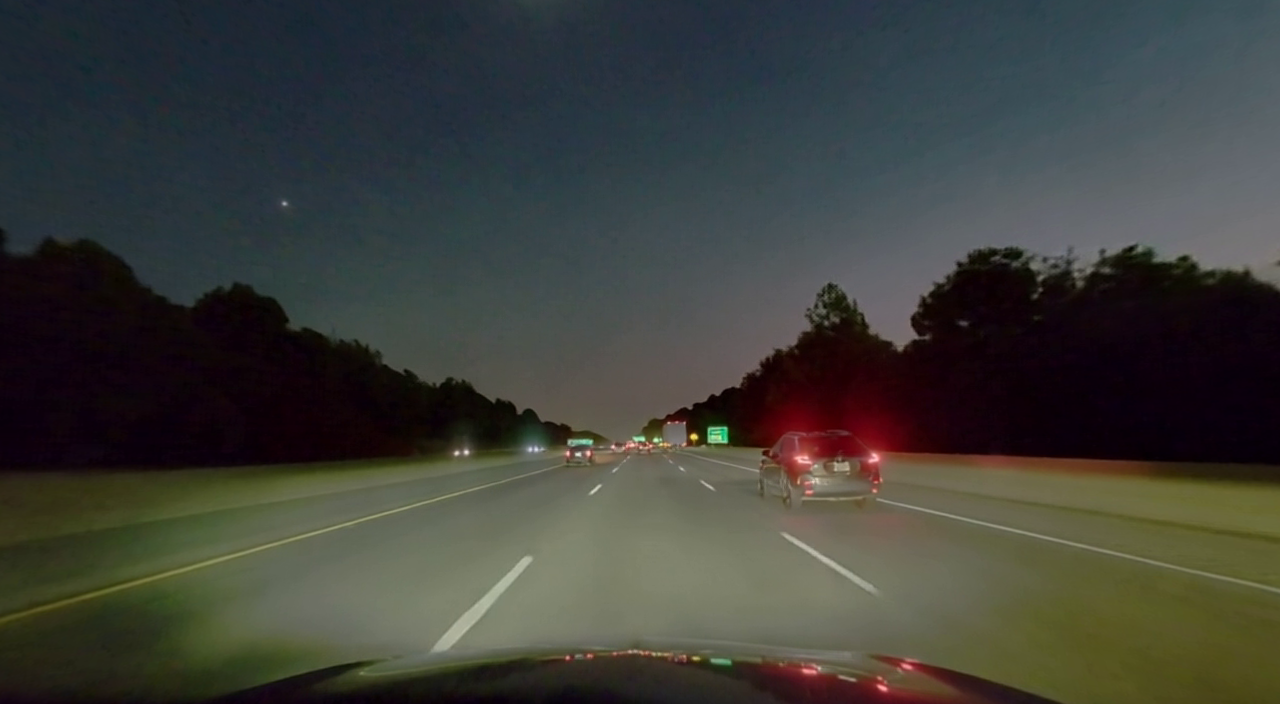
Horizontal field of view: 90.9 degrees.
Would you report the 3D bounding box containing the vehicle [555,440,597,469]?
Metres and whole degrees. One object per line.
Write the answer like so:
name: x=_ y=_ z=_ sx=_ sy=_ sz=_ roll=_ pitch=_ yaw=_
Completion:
vehicle: x=-3.665 y=5.976 z=36.882 sx=2.025 sy=1.571 sz=3.662 roll=0 pitch=-9 yaw=1
